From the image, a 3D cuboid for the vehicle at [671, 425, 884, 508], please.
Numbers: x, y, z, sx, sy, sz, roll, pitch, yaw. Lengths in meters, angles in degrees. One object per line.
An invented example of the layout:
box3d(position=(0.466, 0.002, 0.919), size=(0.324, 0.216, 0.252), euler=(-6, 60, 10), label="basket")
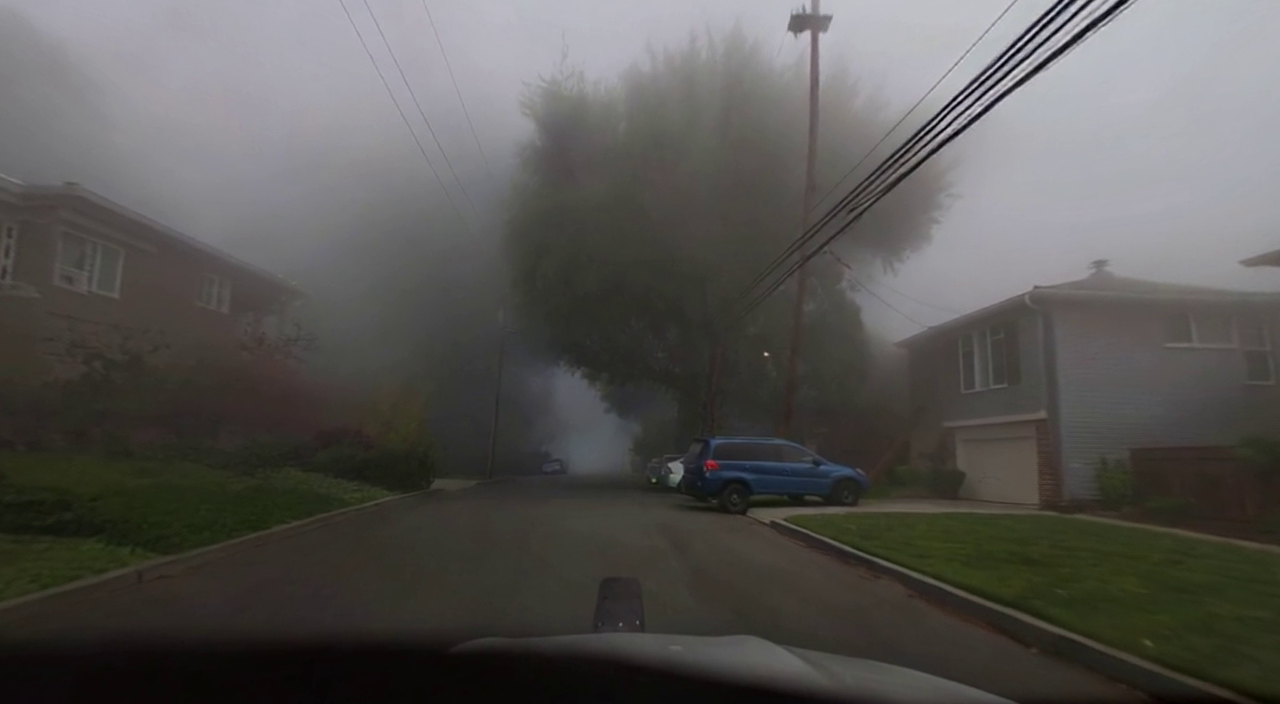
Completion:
box3d(position=(3.053, 2.587, 14.580), size=(4.413, 1.728, 1.869), euler=(2, -7, -7), label="vehicle")
